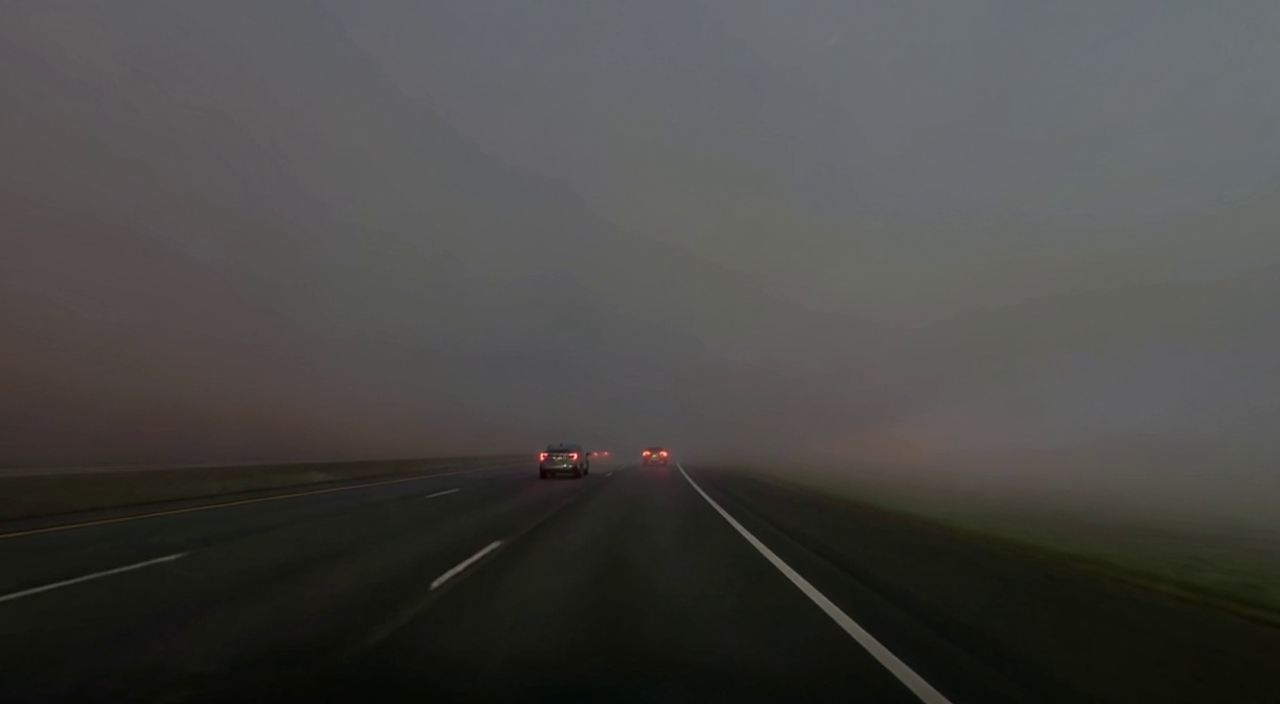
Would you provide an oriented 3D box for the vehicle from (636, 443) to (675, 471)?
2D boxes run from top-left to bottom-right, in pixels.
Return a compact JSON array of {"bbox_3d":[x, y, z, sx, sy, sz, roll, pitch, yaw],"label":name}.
[{"bbox_3d":[0.911,6.086,36.610,2.129,1.502,4.321,0,-9,2],"label":"vehicle"}]

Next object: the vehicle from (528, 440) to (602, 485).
[{"bbox_3d":[-2.780,4.247,24.406,2.129,1.563,4.387,-1,-9,3],"label":"vehicle"}]
